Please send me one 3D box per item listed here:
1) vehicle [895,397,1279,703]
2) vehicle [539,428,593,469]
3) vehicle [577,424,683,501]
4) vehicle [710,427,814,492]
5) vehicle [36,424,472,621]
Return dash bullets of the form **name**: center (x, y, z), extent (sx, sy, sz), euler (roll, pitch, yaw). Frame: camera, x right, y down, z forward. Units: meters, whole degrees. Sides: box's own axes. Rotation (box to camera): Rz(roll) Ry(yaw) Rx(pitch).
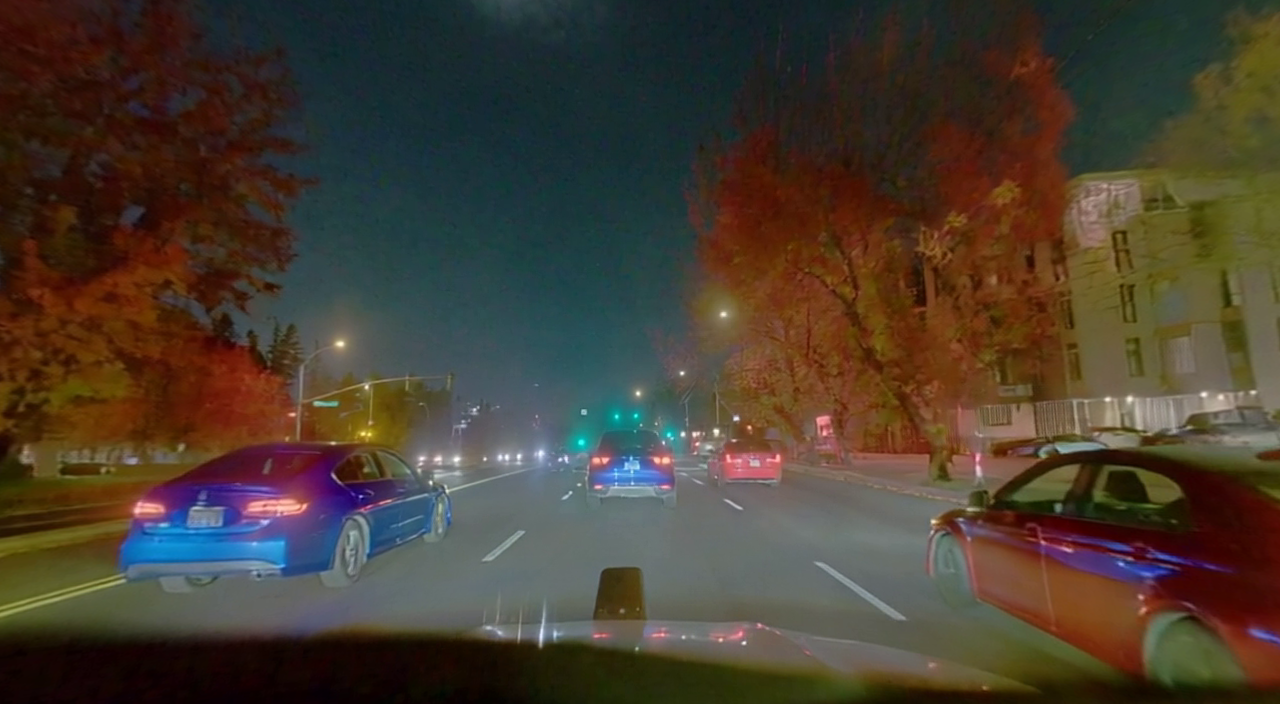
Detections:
- **vehicle**: center (3.364, 1.074, 3.400), extent (2.060, 1.474, 4.475), euler (0, -8, 0)
- **vehicle**: center (-3.908, 5.232, 34.101), extent (2.246, 2.062, 5.123), euler (0, -8, 1)
- **vehicle**: center (-0.236, 2.734, 15.850), extent (2.293, 1.662, 4.262), euler (0, -8, -1)
- **vehicle**: center (3.390, 3.096, 18.409), extent (2.019, 1.675, 4.488), euler (0, -8, -2)
- **vehicle**: center (-3.567, 1.639, 7.120), extent (1.997, 1.479, 4.547), euler (0, -8, 1)
